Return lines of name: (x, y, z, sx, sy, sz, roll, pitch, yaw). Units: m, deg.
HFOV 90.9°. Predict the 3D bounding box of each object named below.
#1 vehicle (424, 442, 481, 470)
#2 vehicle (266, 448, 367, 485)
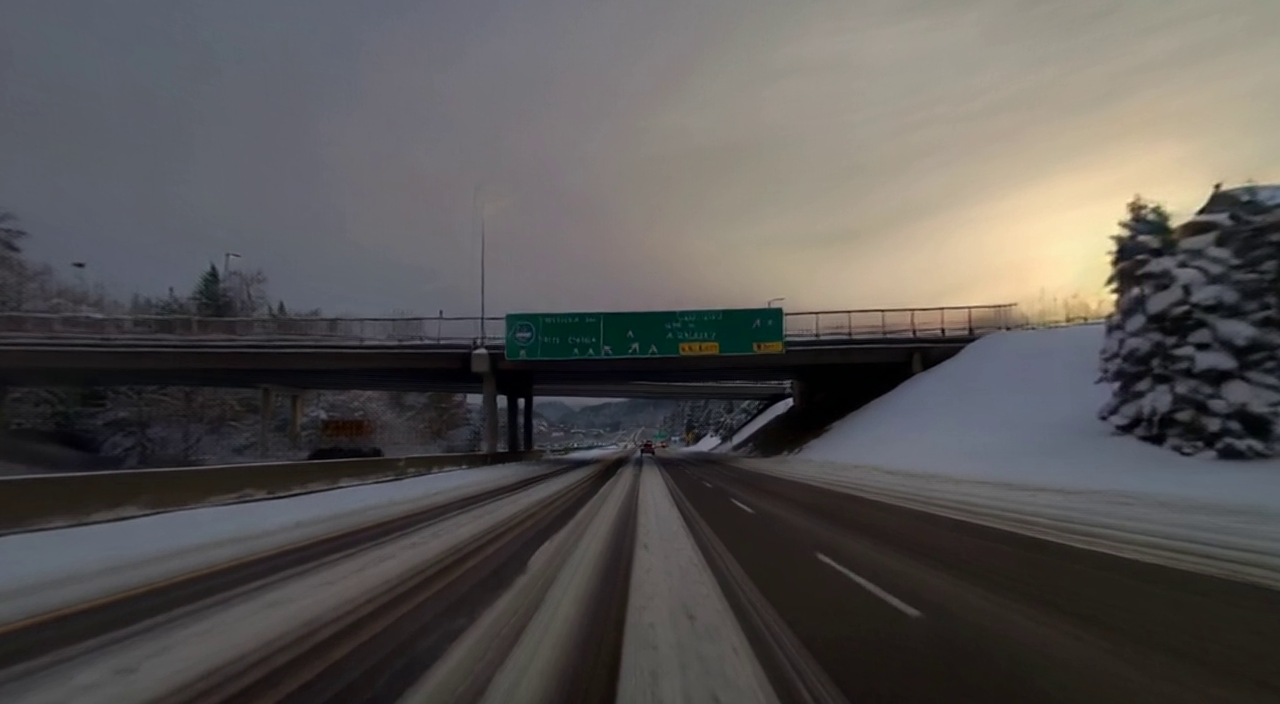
vehicle: (-10.713, 5.966, 36.405, 1.926, 1.534, 4.371, 0, -8, 0)
vehicle: (-14.407, 5.092, 28.388, 2.140, 1.457, 4.305, 0, -8, 2)
